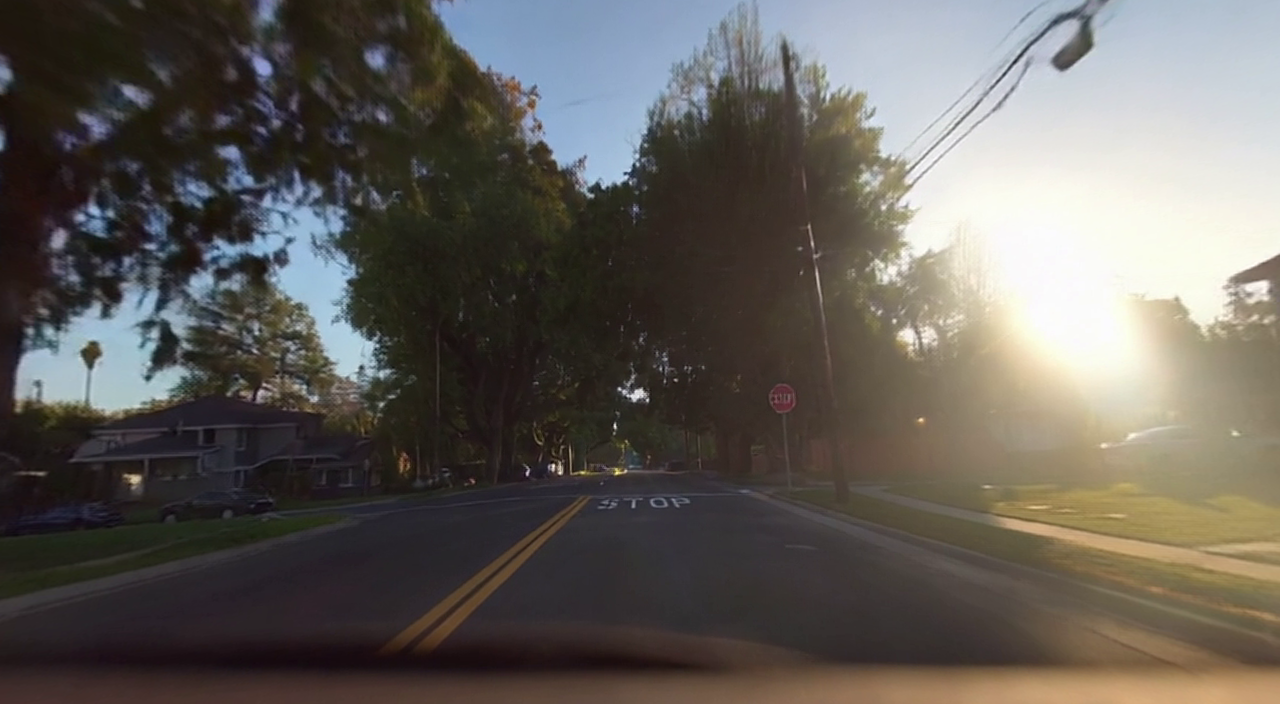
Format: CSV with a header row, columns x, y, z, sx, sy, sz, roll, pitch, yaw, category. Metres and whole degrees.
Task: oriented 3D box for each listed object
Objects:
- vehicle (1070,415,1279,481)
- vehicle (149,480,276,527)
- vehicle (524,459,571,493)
x,y,z,sx,sy,sz,roll,pitch,yaw,category
16.768,2.997,19.675,4.982,1.874,2.133,-3,-9,12,vehicle
-18.521,6.558,27.445,4.274,1.626,2.093,-6,-10,11,vehicle
-6.048,8.155,41.822,2.149,1.823,4.613,-6,-10,1,vehicle
